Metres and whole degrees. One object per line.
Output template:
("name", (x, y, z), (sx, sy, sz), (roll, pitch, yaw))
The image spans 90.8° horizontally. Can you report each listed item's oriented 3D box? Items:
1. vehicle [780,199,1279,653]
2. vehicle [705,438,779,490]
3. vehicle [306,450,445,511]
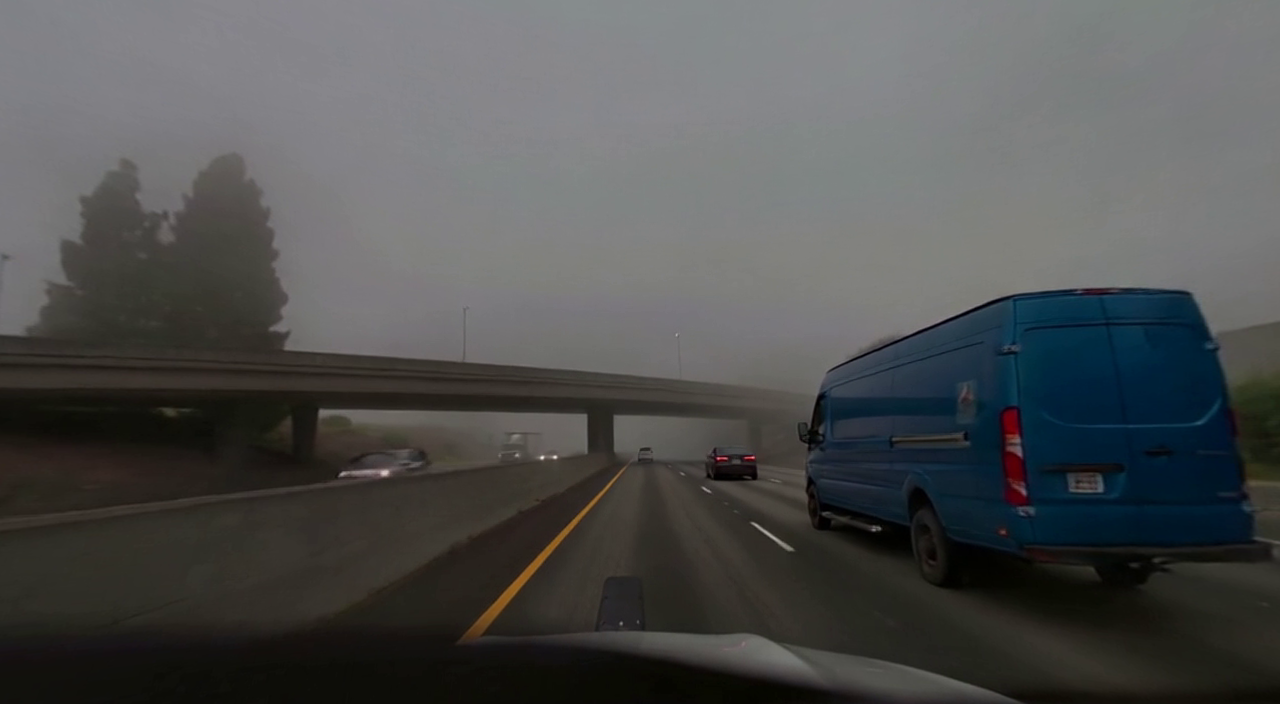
("vehicle", (3.797, 0.964, 7.831), (2.460, 3.155, 6.902), (0, -9, 0))
("vehicle", (3.663, 4.131, 23.455), (2.009, 1.731, 4.149), (0, -9, -1))
("vehicle", (-7.685, 3.744, 18.928), (2.106, 1.549, 4.622), (0, -9, 1))
